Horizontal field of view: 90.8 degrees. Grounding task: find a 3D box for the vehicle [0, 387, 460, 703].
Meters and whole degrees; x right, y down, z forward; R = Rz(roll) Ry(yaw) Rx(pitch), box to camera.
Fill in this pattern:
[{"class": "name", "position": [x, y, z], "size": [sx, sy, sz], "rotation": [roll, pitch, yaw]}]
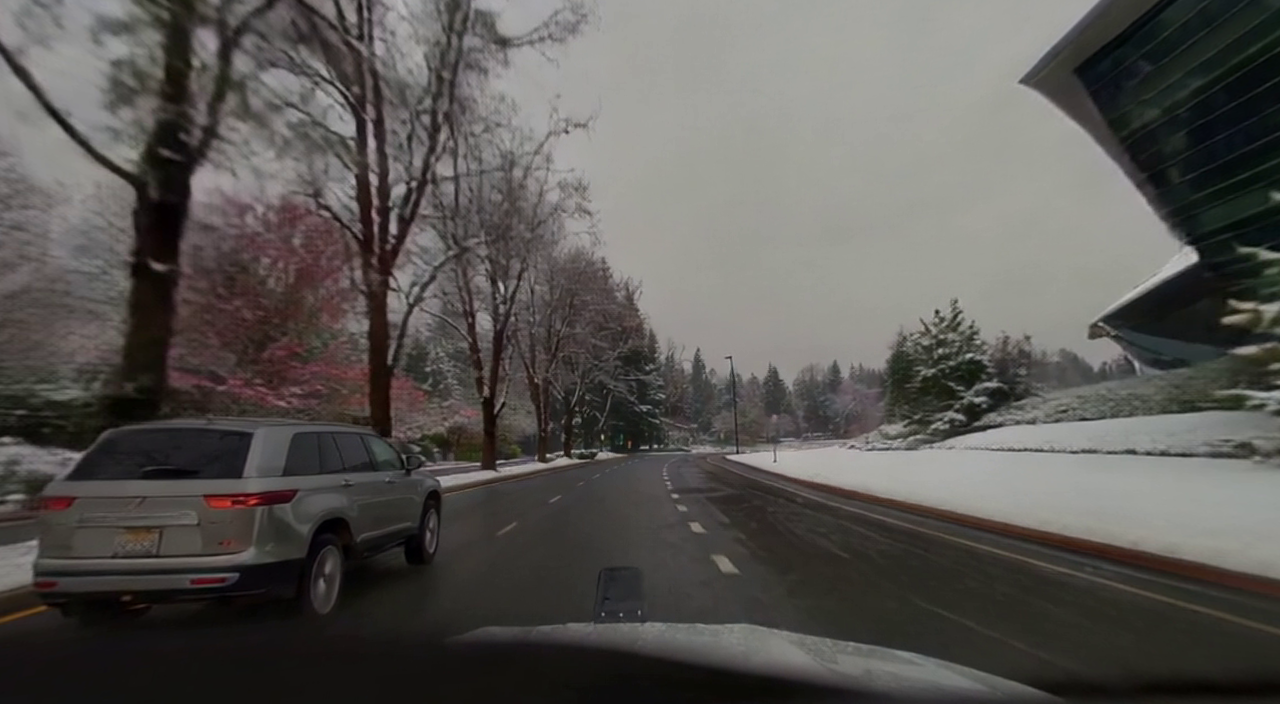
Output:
[{"class": "vehicle", "position": [-3.367, 1.381, 5.775], "size": [2.067, 1.700, 4.561], "rotation": [0, -8, 0]}]
